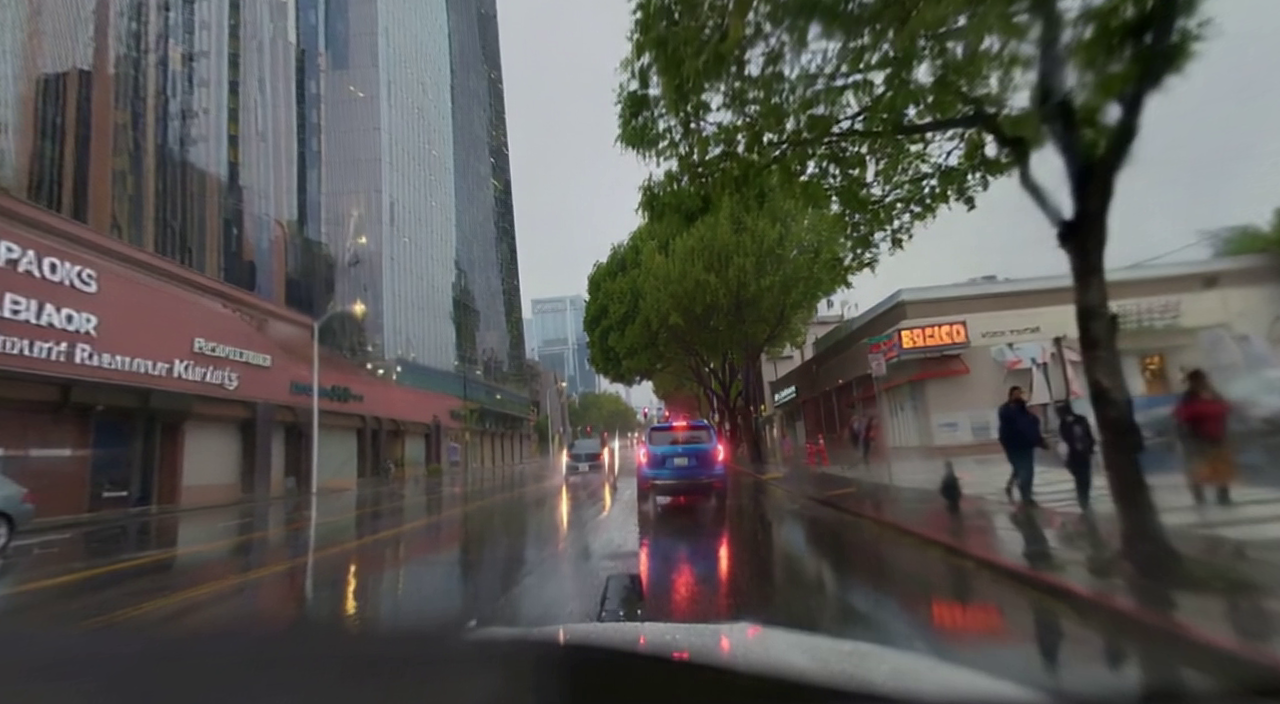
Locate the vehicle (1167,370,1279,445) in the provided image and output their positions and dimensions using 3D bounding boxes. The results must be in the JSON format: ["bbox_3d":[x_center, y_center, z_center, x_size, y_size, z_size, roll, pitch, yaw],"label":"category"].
[{"bbox_3d":[13.433,1.141,12.605,4.189,1.395,1.725,0,-8,2],"label":"vehicle"}]

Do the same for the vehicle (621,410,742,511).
[{"bbox_3d":[0.893,2.468,14.783,2.352,1.953,4.796,-1,-8,2],"label":"vehicle"}]

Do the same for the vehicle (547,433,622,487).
[{"bbox_3d":[-1.847,3.774,22.359,2.023,1.702,4.152,-1,-8,4],"label":"vehicle"}]

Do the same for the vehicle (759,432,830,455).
[{"bbox_3d":[10.549,6.287,43.415,4.426,1.490,1.862,-1,-8,3],"label":"vehicle"}]
